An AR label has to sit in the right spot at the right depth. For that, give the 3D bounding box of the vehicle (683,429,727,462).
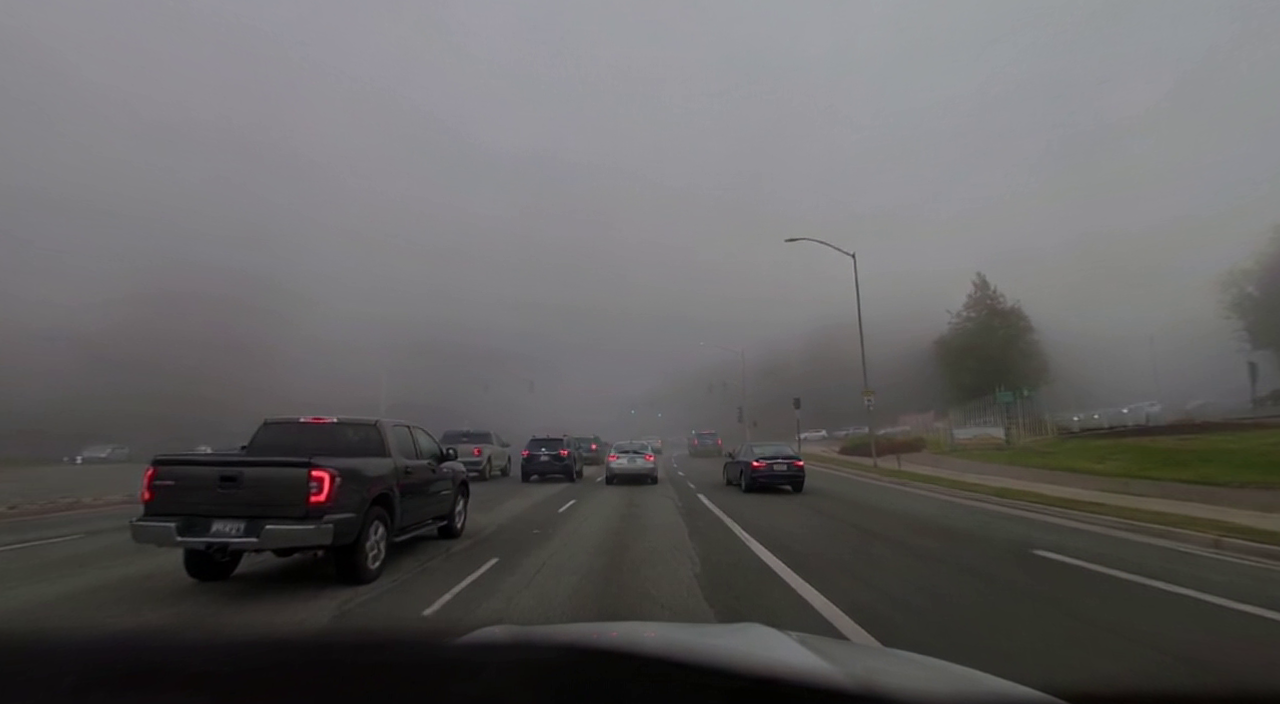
[{"bbox_3d":[3.798,5.557,37.621,2.099,1.845,4.363,0,-8,-1],"label":"vehicle"}]

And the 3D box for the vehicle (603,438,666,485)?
[{"bbox_3d":[-0.161,3.852,22.512,2.030,1.477,4.330,0,-8,1],"label":"vehicle"}]

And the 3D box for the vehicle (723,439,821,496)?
[{"bbox_3d":[3.726,3.322,18.583,1.884,1.463,4.195,0,-8,-1],"label":"vehicle"}]

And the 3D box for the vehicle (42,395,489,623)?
[{"bbox_3d":[-3.519,1.595,7.567,2.111,1.745,5.274,0,-8,0],"label":"vehicle"}]

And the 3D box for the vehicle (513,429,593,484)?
[{"bbox_3d":[-3.079,3.833,23.479,2.218,1.829,4.492,0,-8,2],"label":"vehicle"}]
